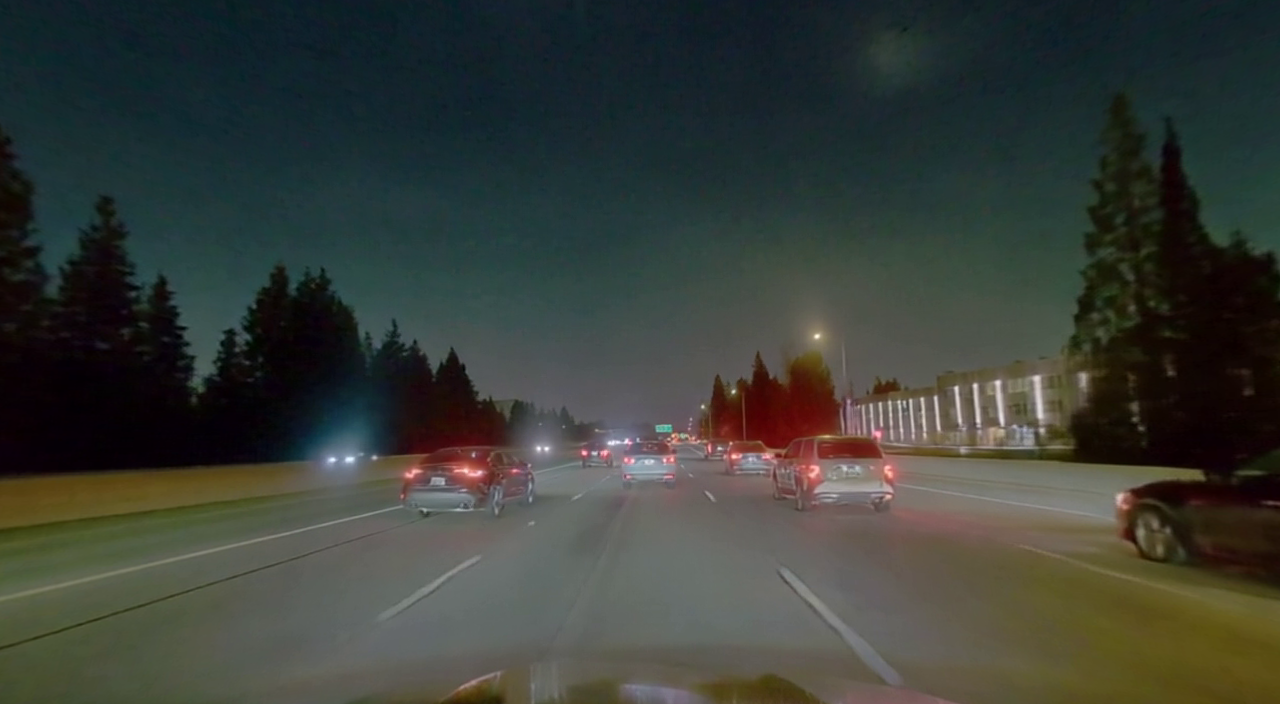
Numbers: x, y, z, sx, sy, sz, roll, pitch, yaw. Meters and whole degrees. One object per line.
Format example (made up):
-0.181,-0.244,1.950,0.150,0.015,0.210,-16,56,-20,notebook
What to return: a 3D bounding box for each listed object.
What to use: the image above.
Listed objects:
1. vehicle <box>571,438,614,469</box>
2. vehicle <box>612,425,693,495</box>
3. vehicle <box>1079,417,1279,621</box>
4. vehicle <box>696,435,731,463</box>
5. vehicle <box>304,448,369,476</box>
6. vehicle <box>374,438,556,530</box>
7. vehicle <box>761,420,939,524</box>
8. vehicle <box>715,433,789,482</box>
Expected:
-2.687,5.880,36.697,1.951,1.694,4.188,-1,-8,3,vehicle
0.384,3.193,19.024,2.153,1.805,4.631,-1,-8,1,vehicle
5.691,1.190,4.440,2.053,1.473,4.383,-1,-8,1,vehicle
5.002,6.680,43.420,2.039,1.832,3.989,-1,-8,2,vehicle
-20.209,7.311,42.177,1.950,1.718,4.492,-1,-8,2,vehicle
-3.128,2.465,12.564,1.965,1.443,4.968,-1,-8,3,vehicle
3.932,2.338,12.811,2.156,1.701,4.494,-1,-8,1,vehicle
4.140,3.974,24.028,2.094,1.676,4.309,-1,-8,1,vehicle
